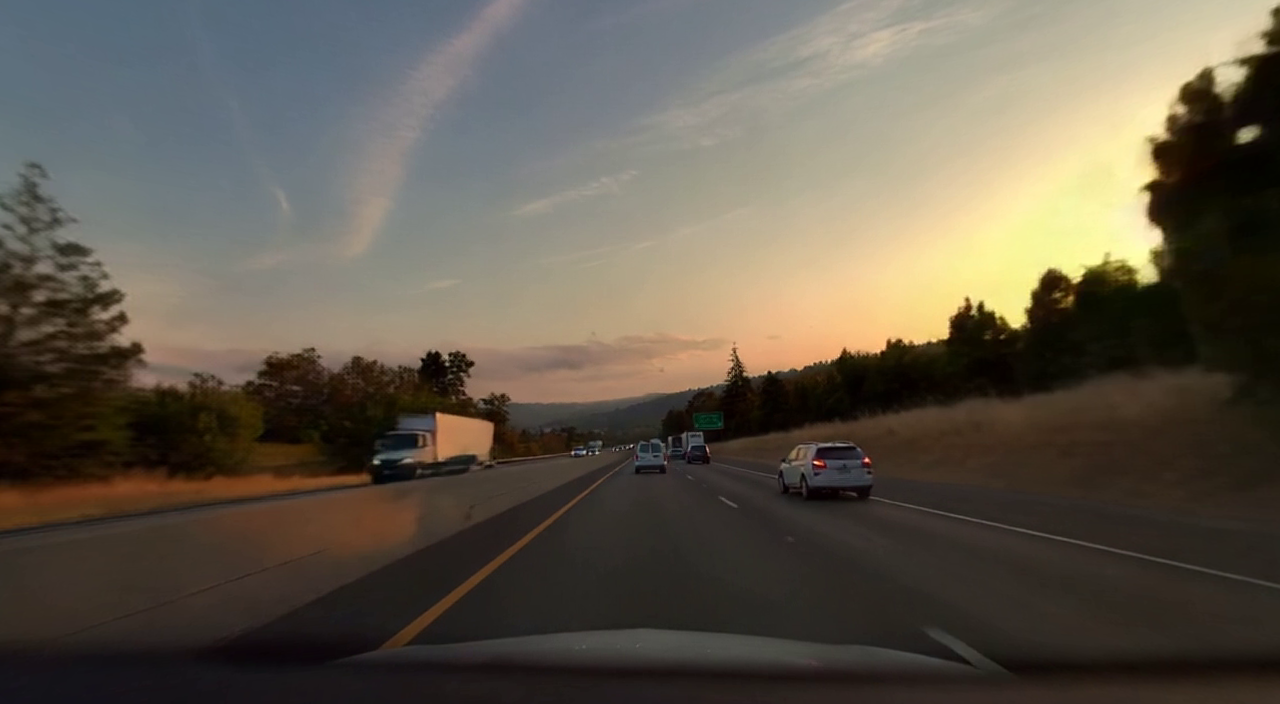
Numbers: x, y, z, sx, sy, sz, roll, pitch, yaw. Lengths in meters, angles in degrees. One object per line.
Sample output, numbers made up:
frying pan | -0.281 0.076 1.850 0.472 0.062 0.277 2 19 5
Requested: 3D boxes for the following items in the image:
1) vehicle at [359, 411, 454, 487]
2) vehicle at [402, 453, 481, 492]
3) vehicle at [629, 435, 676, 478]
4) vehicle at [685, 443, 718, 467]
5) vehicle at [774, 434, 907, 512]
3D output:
vehicle | -13.107 5.501 35.979 2.962 3.957 5.870 0 -9 1
vehicle | -8.440 5.146 27.208 1.907 1.491 4.426 0 -9 1
vehicle | 0.581 5.053 30.733 2.143 1.925 4.101 0 -9 0
vehicle | 4.493 7.643 46.837 1.961 1.689 3.971 0 -9 -1
vehicle | 4.506 2.756 14.756 1.868 1.566 3.509 0 -9 -1
